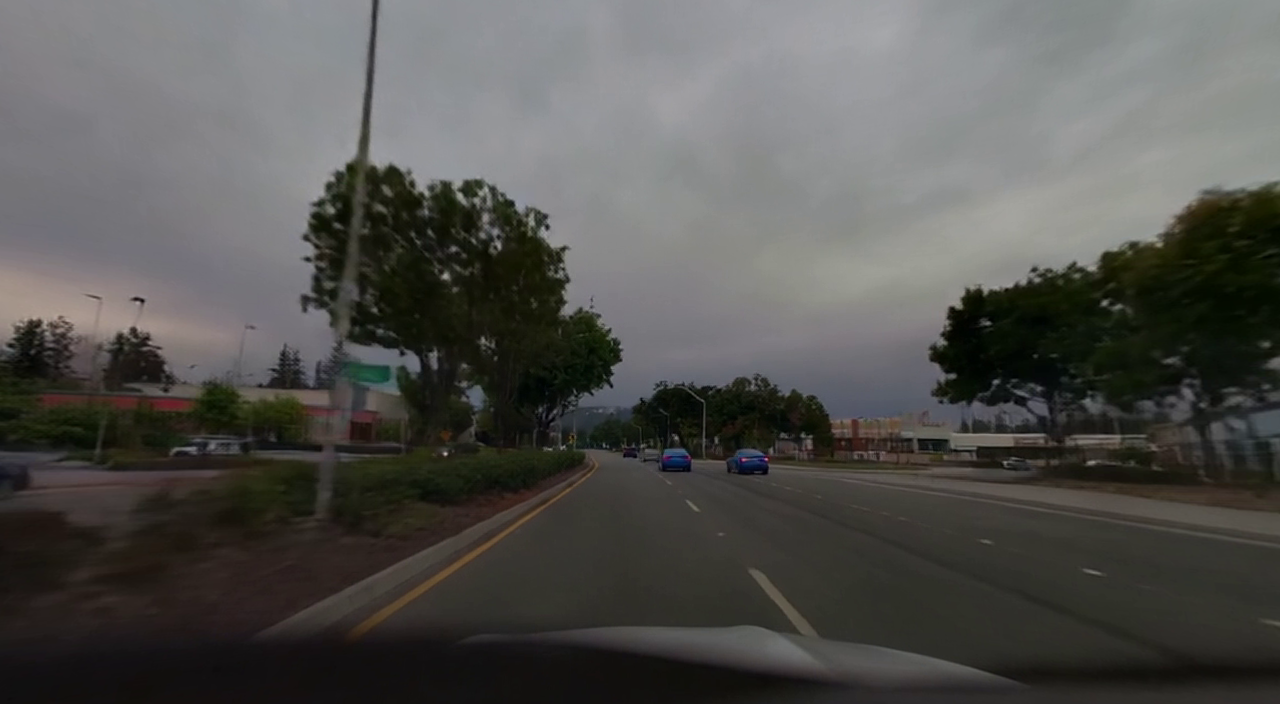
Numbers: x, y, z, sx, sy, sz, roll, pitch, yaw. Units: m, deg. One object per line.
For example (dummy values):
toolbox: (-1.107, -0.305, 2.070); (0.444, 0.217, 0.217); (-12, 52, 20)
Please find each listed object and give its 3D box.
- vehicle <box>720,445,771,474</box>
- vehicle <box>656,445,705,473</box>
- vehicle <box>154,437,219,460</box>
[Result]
vehicle: (5.770, 5.903, 34.796); (1.886, 1.528, 4.169); (1, -9, -3)
vehicle: (2.170, 5.937, 35.156); (2.256, 1.451, 4.313); (1, -9, -3)
vehicle: (-31.190, 6.655, 43.445); (1.752, 1.458, 3.987); (1, -9, -5)
